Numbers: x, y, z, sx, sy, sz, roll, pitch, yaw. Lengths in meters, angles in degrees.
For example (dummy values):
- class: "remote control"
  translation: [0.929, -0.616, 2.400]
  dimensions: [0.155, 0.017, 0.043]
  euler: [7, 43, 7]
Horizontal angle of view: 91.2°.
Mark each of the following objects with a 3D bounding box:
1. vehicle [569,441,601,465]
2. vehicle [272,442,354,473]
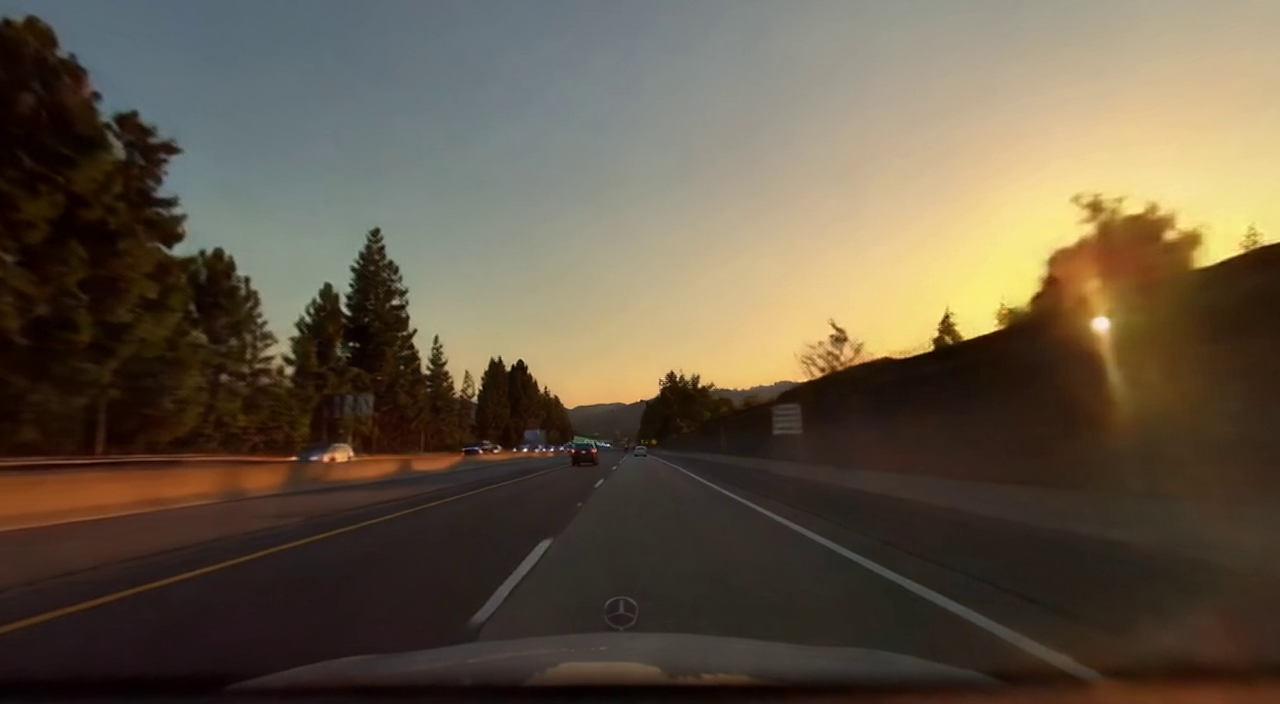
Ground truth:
- class: "vehicle"
  translation: [-4.107, 7.660, 47.622]
  dimensions: [2.098, 1.692, 4.038]
  euler: [0, -9, -1]
- class: "vehicle"
  translation: [-16.996, 5.501, 32.822]
  dimensions: [1.956, 1.531, 4.217]
  euler: [0, -9, 0]
